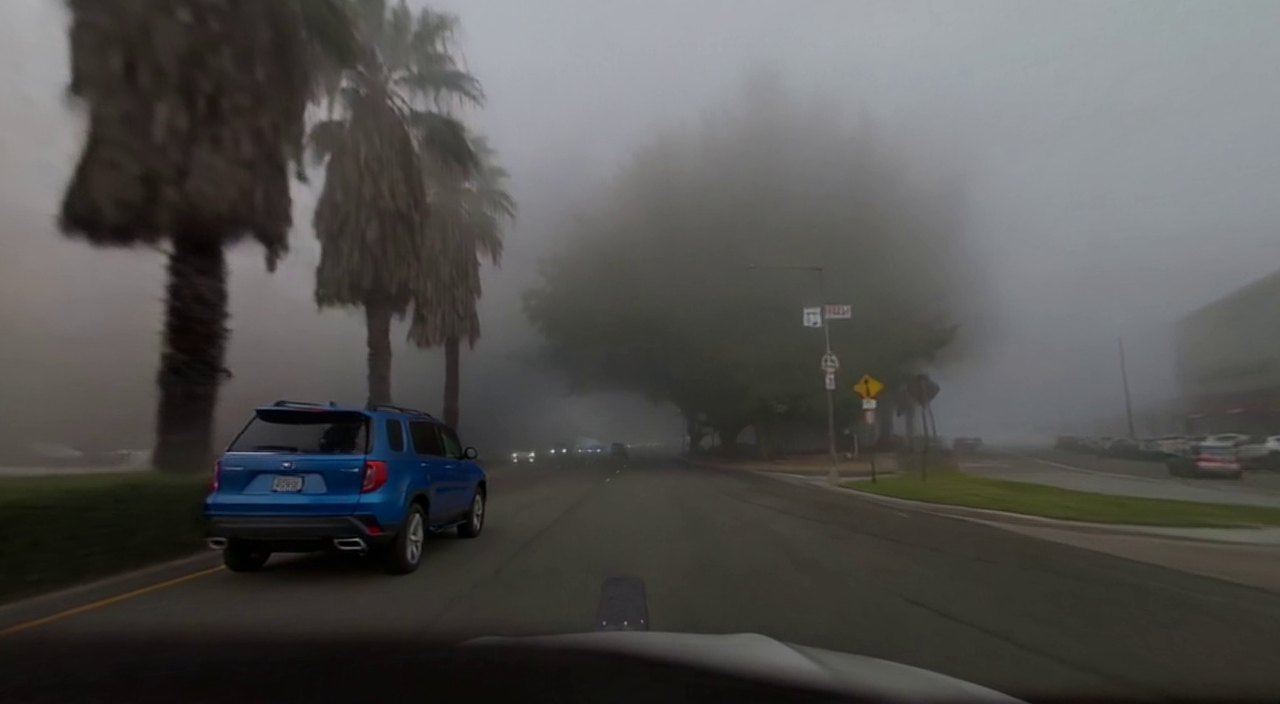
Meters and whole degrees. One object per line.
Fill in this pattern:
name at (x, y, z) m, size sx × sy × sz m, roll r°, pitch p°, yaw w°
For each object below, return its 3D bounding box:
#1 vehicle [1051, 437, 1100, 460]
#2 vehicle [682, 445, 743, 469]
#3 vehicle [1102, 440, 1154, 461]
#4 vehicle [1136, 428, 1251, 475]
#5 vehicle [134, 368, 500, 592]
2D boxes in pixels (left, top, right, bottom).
vehicle at (31.730, 7.045, 46.034) m, size 1.982 × 1.611 × 4.314 m, roll -3°, pitch -9°, yaw 22°
vehicle at (4.832, 7.051, 42.480) m, size 1.919 × 1.472 × 4.470 m, roll 4°, pitch -10°, yaw -26°
vehicle at (36.044, 7.278, 46.698) m, size 1.815 × 1.419 × 4.726 m, roll -4°, pitch -9°, yaw 23°
vehicle at (23.646, 4.279, 27.194) m, size 2.180 × 1.808 × 4.462 m, roll -3°, pitch -9°, yaw 21°
vehicle at (-3.372, 1.465, 7.928) m, size 2.152 × 1.987 × 4.527 m, roll 0°, pitch -9°, yaw 0°
